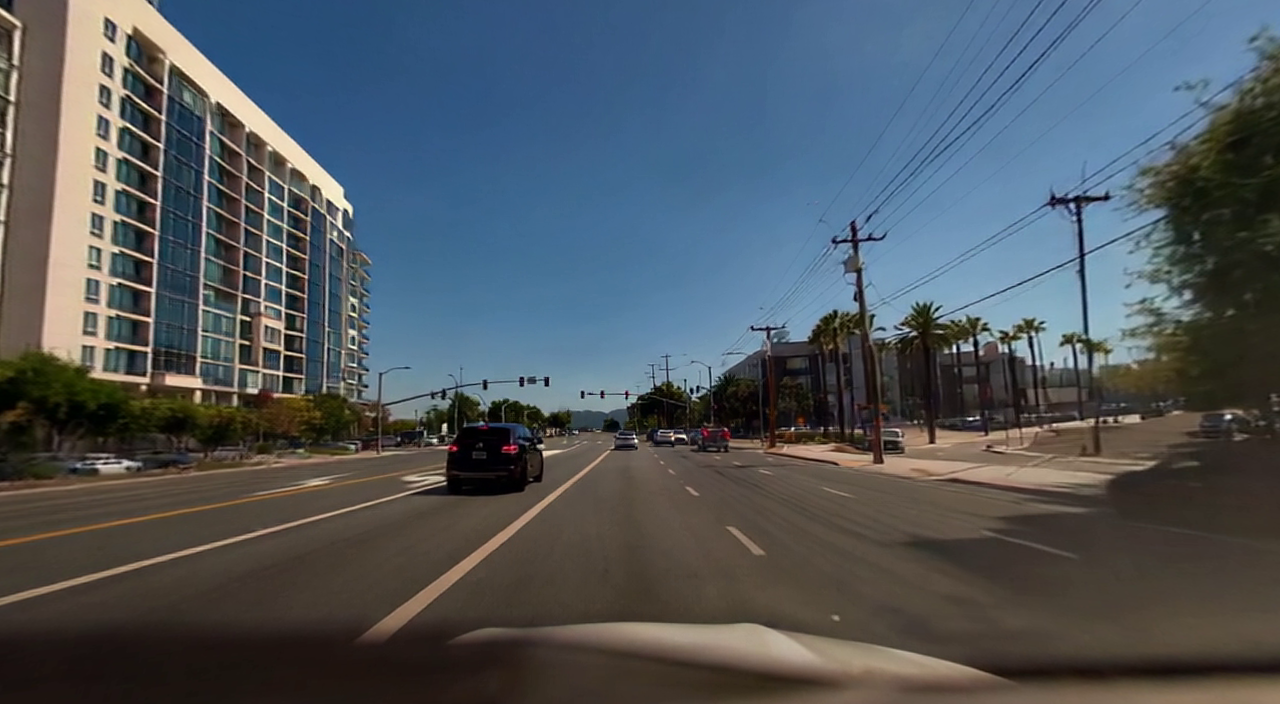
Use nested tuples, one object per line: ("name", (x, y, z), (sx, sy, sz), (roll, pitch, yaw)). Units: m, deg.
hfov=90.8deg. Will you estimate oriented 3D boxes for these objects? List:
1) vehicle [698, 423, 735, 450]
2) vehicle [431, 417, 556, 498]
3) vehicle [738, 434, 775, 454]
("vehicle", (5.890, 6.677, 49.389), (2.130, 1.979, 5.310), (0, -8, -1))
("vehicle", (-3.529, 2.660, 16.207), (2.136, 1.779, 4.417), (0, -8, 0))
("vehicle", (8.439, 6.726, 46.224), (1.897, 1.390, 4.391), (0, -8, 1))
